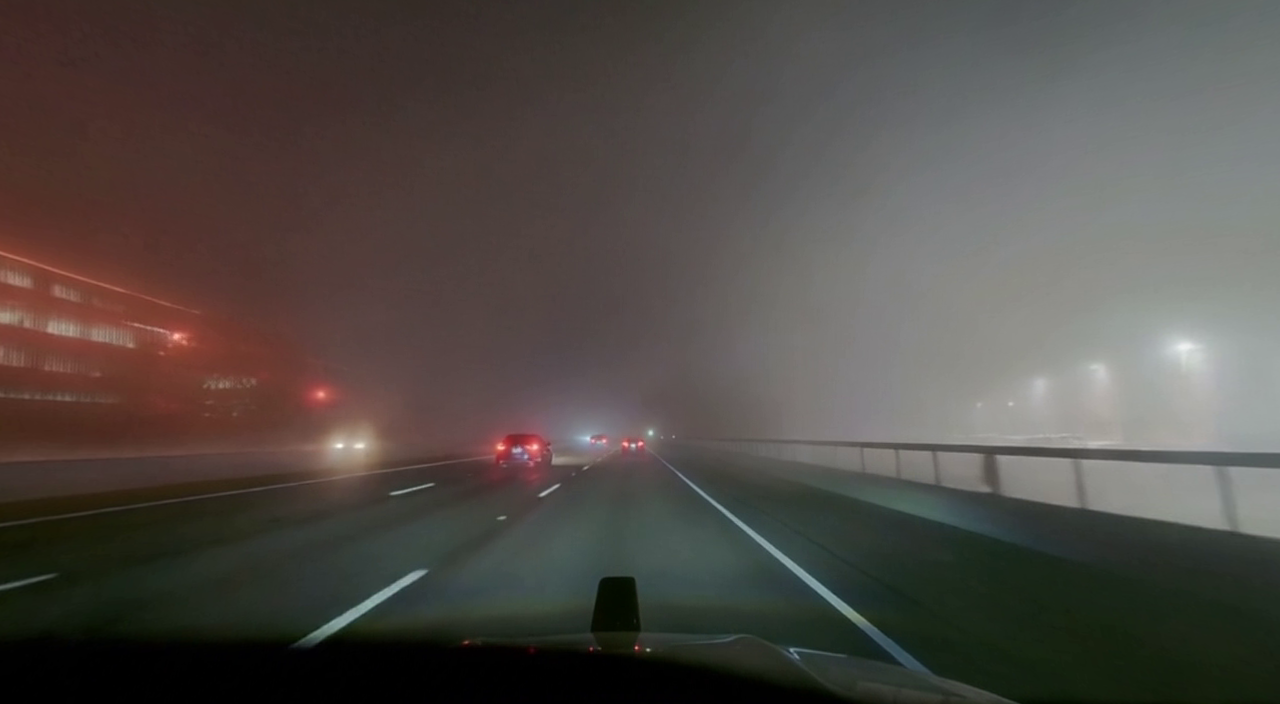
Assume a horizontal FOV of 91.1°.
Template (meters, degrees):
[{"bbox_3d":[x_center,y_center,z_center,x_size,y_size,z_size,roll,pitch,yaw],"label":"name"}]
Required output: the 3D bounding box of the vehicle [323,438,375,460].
[{"bbox_3d":[-20.692,6.899,44.880,1.796,1.463,3.972,0,-8,0],"label":"vehicle"}]

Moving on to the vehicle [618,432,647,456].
[{"bbox_3d":[-0.531,6.775,46.406,2.036,1.637,4.009,0,-8,-1],"label":"vehicle"}]

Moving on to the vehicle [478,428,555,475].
[{"bbox_3d":[-4.531,3.725,23.825,2.036,1.612,4.510,0,-8,0],"label":"vehicle"}]
